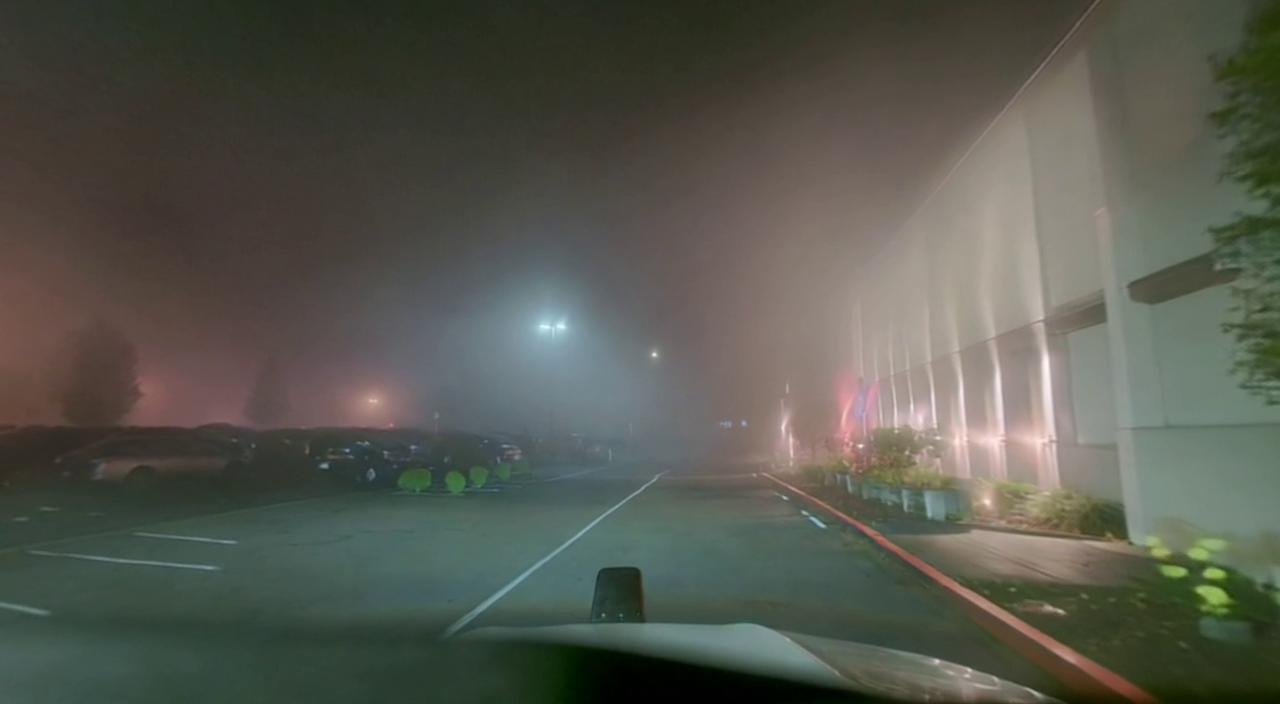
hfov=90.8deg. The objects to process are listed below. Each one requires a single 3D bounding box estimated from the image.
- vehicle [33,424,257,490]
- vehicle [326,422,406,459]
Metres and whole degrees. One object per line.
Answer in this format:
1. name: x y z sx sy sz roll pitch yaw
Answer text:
1. vehicle: -12.408 2.638 16.331 1.847 1.443 4.484 -1 -8 6
2. vehicle: -15.391 4.988 35.815 1.972 1.923 4.535 -1 -8 8
